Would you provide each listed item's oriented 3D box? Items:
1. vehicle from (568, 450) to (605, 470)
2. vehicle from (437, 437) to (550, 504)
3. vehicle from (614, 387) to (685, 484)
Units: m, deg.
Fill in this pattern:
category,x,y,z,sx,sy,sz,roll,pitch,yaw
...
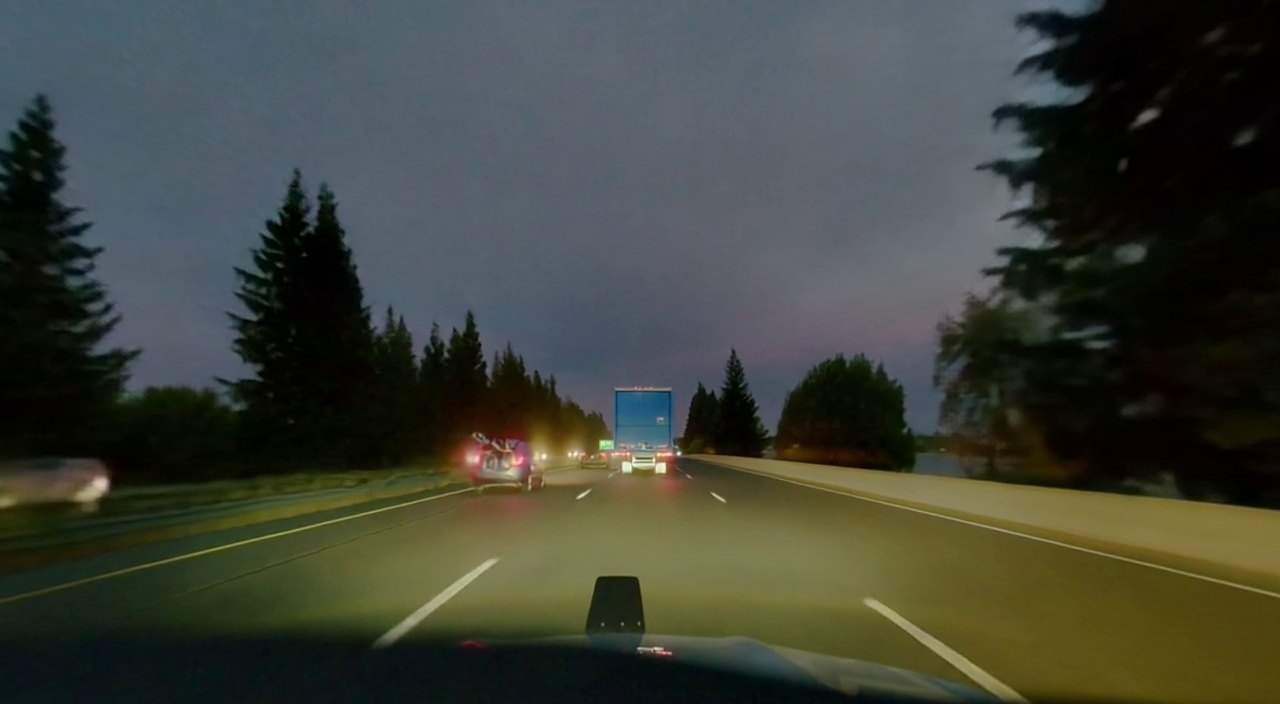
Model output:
category,x,y,z,sx,sy,sz,roll,pitch,yaw
vehicle,-3.760,7.760,45.387,2.133,1.358,4.870,0,-9,2
vehicle,-3.943,3.292,17.943,2.018,1.632,4.722,0,-9,1
vehicle,0.471,4.022,29.634,2.821,3.878,8.925,0,-9,1
